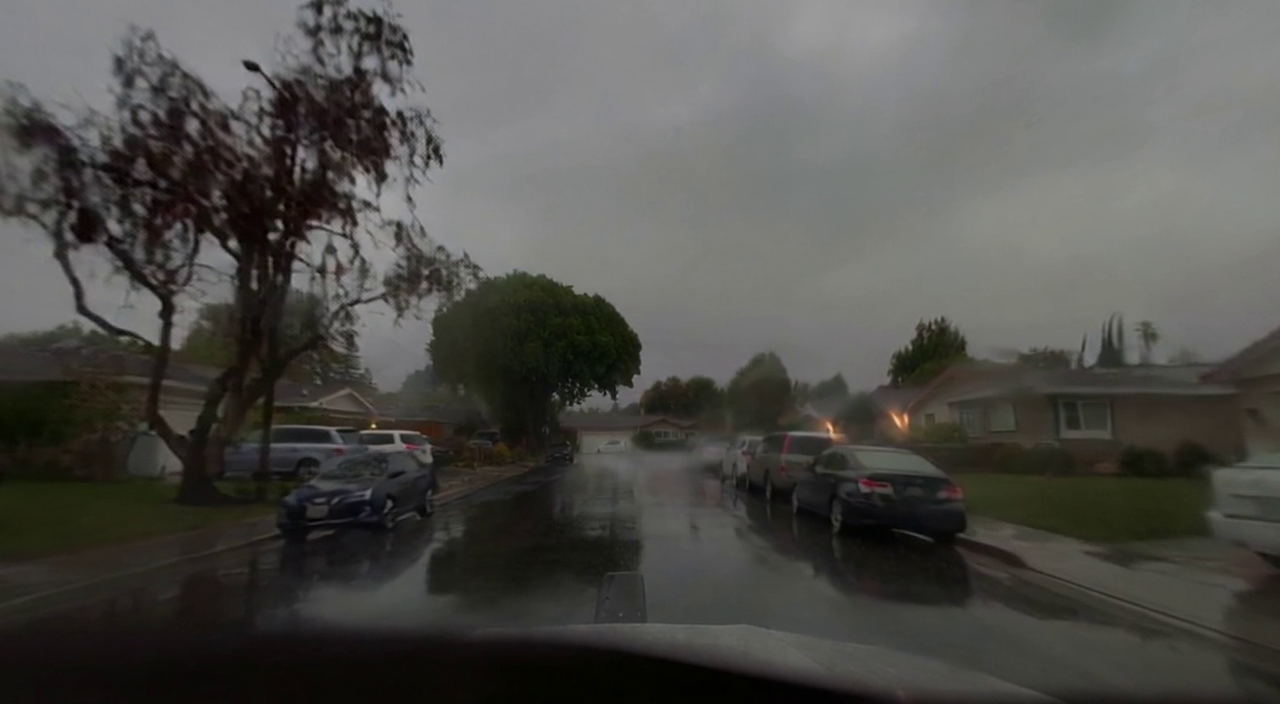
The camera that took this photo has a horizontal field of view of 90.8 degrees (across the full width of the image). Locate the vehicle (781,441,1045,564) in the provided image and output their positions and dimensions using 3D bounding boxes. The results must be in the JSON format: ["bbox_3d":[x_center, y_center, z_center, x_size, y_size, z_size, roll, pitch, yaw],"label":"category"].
[{"bbox_3d":[3.865,2.187,10.156,2.042,1.456,4.903,0,-8,0],"label":"vehicle"}]

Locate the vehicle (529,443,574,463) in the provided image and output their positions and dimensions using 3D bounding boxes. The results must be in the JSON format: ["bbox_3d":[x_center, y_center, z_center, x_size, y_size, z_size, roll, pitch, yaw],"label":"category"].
[{"bbox_3d":[-6.867,7.743,48.609,2.236,1.459,4.832,3,-9,-23],"label":"vehicle"}]

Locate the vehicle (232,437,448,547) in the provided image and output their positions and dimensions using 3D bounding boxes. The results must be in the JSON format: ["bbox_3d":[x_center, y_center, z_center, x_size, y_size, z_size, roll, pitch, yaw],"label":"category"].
[{"bbox_3d":[-5.113,2.392,11.563,1.943,1.602,4.172,0,-8,-1],"label":"vehicle"}]
